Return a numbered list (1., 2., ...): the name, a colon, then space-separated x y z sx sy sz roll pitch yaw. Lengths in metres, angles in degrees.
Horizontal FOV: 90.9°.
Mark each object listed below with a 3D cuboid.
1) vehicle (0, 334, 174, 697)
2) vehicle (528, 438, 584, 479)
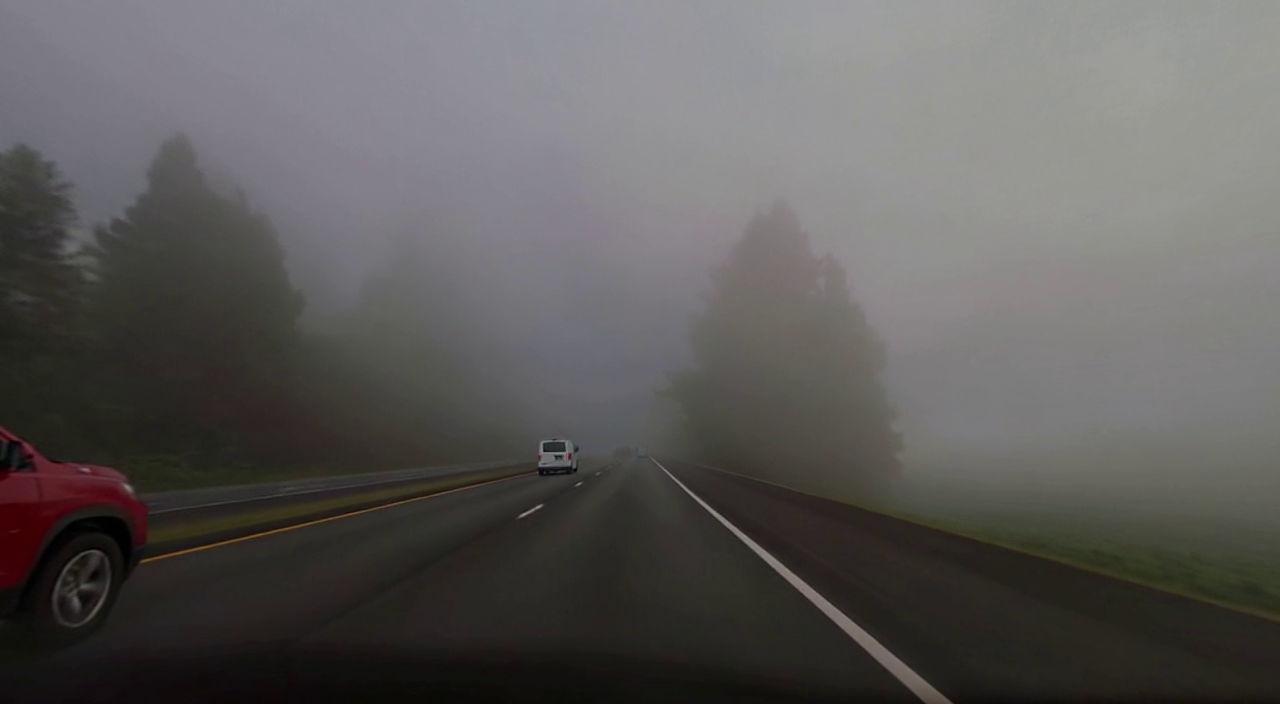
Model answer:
1. vehicle: -4.515 0.706 2.223 2.102 1.941 4.703 0 -9 0
2. vehicle: -3.976 5.135 30.541 2.056 1.811 4.202 -1 -9 1
